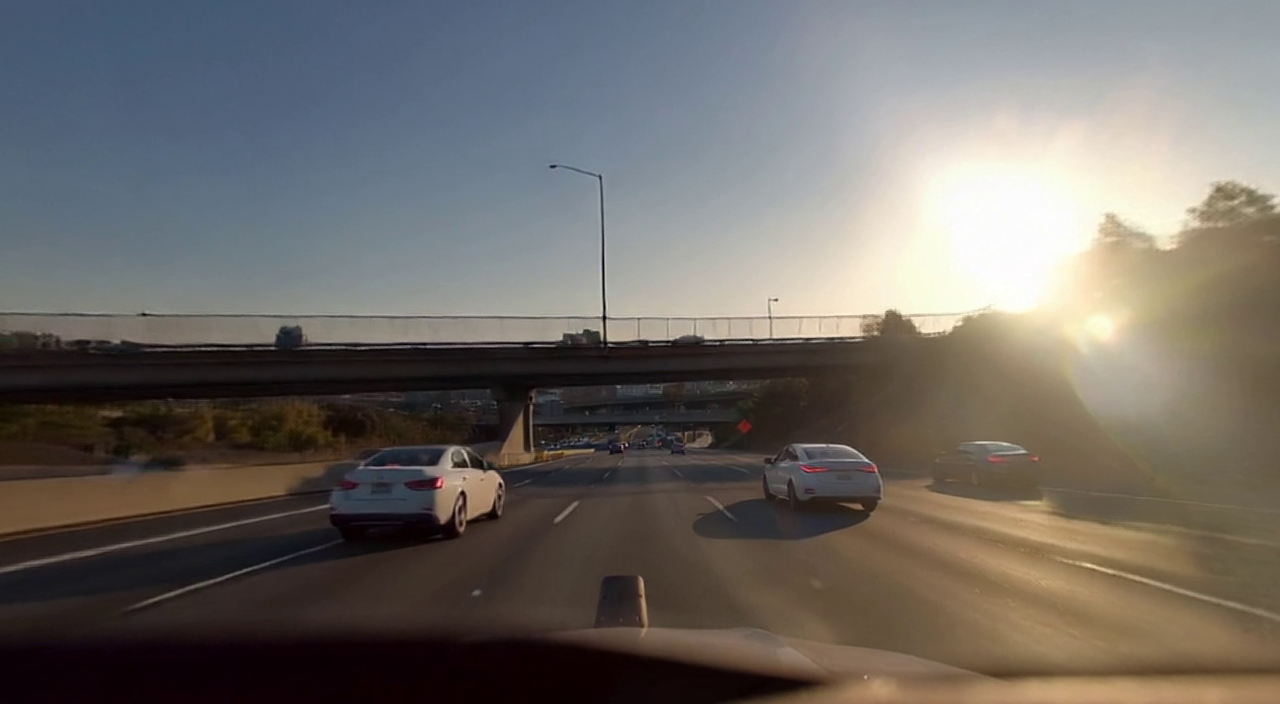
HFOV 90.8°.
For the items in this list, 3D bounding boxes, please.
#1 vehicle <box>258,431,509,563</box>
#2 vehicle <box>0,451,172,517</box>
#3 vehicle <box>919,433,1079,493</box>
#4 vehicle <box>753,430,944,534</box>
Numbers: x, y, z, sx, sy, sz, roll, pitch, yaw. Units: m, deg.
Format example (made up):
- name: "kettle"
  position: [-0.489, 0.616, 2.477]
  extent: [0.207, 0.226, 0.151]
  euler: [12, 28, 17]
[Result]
- name: "vehicle"
  position: [-3.471, 2.026, 9.618]
  extent: [1.975, 1.536, 4.295]
  euler: [0, -8, 1]
- name: "vehicle"
  position: [-18.434, 4.139, 20.505]
  extent: [2.303, 1.776, 5.407]
  euler: [0, -8, 0]
- name: "vehicle"
  position: [10.233, 3.186, 18.485]
  extent: [2.019, 1.529, 4.385]
  euler: [0, -8, -1]
- name: "vehicle"
  position: [3.438, 2.208, 11.356]
  extent: [1.961, 1.504, 4.094]
  euler: [0, -8, -1]
